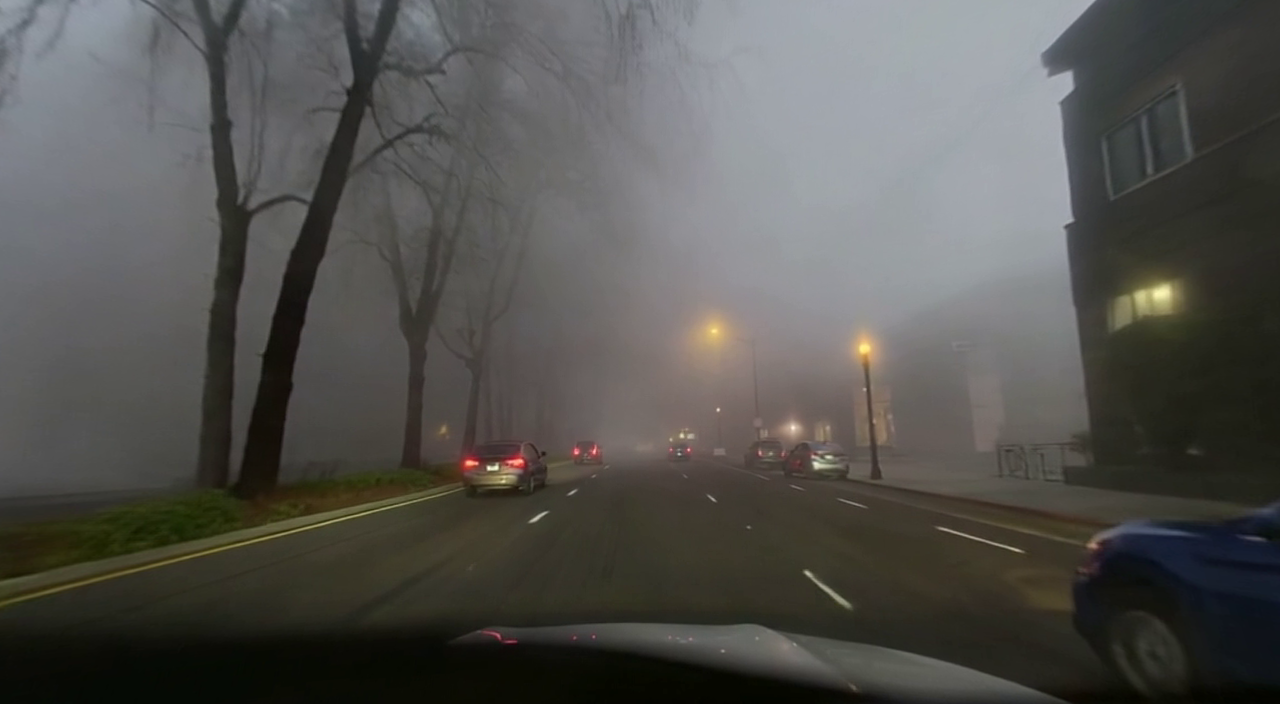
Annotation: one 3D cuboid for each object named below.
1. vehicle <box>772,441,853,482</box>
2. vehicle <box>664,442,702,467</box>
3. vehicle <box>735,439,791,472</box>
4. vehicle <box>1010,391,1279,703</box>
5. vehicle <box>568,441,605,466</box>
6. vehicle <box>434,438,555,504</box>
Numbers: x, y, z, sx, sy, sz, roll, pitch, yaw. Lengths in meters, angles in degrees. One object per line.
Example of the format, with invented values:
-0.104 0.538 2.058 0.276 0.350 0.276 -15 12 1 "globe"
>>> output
6.719 4.309 25.124 1.896 1.479 4.416 0 -9 -1 "vehicle"
2.649 6.391 39.608 1.961 1.482 4.538 0 -9 -1 "vehicle"
6.533 5.555 34.018 1.983 1.618 4.108 0 -9 -4 "vehicle"
3.376 0.790 1.630 2.021 1.491 4.563 0 -9 -1 "vehicle"
-3.704 7.190 44.816 2.145 1.694 4.642 0 -9 1 "vehicle"
-3.579 3.027 16.503 2.060 1.466 4.387 0 -9 1 "vehicle"
